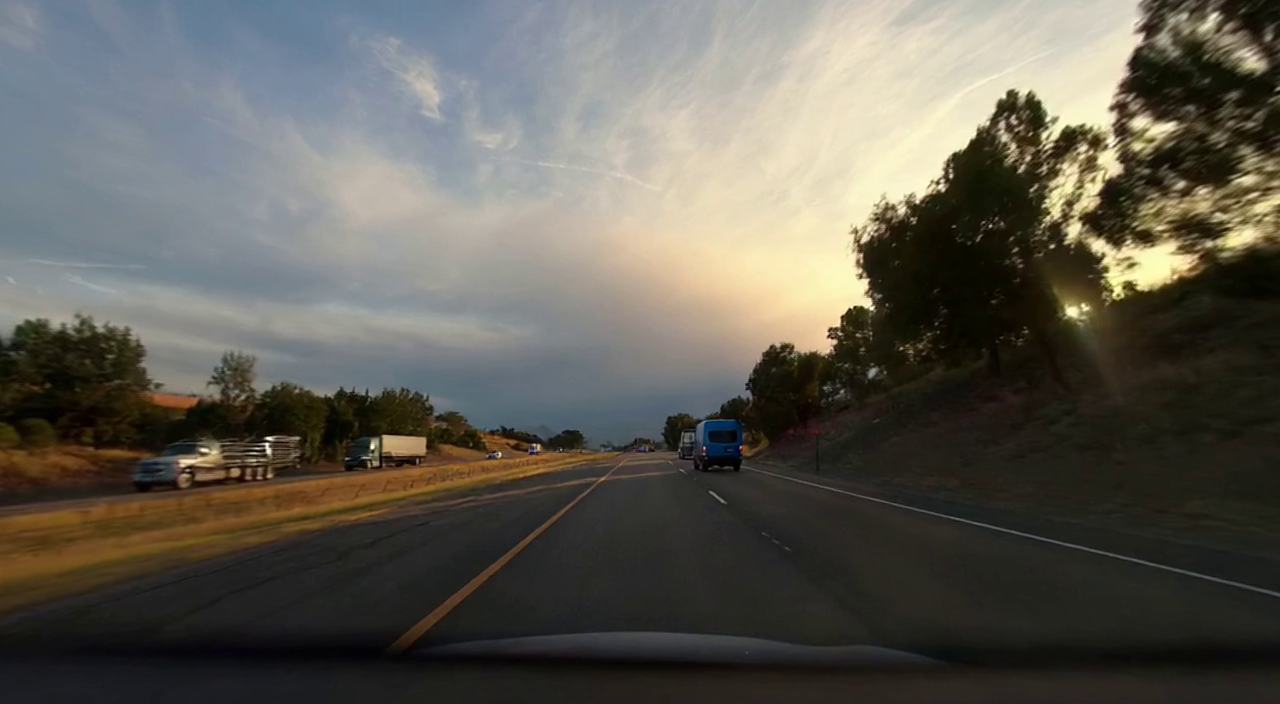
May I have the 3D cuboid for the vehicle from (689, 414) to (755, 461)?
[{"bbox_3d":[3.879,4.300,31.057,2.444,2.053,5.616,-1,-9,0],"label":"vehicle"}]

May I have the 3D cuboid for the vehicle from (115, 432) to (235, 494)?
[{"bbox_3d":[-32.766,7.789,44.884,3.025,3.975,6.964,0,-8,0],"label":"vehicle"}]

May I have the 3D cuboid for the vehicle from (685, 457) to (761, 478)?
[{"bbox_3d":[3.910,5.645,31.116,2.702,0.824,6.391,0,-8,-2],"label":"vehicle"}]
